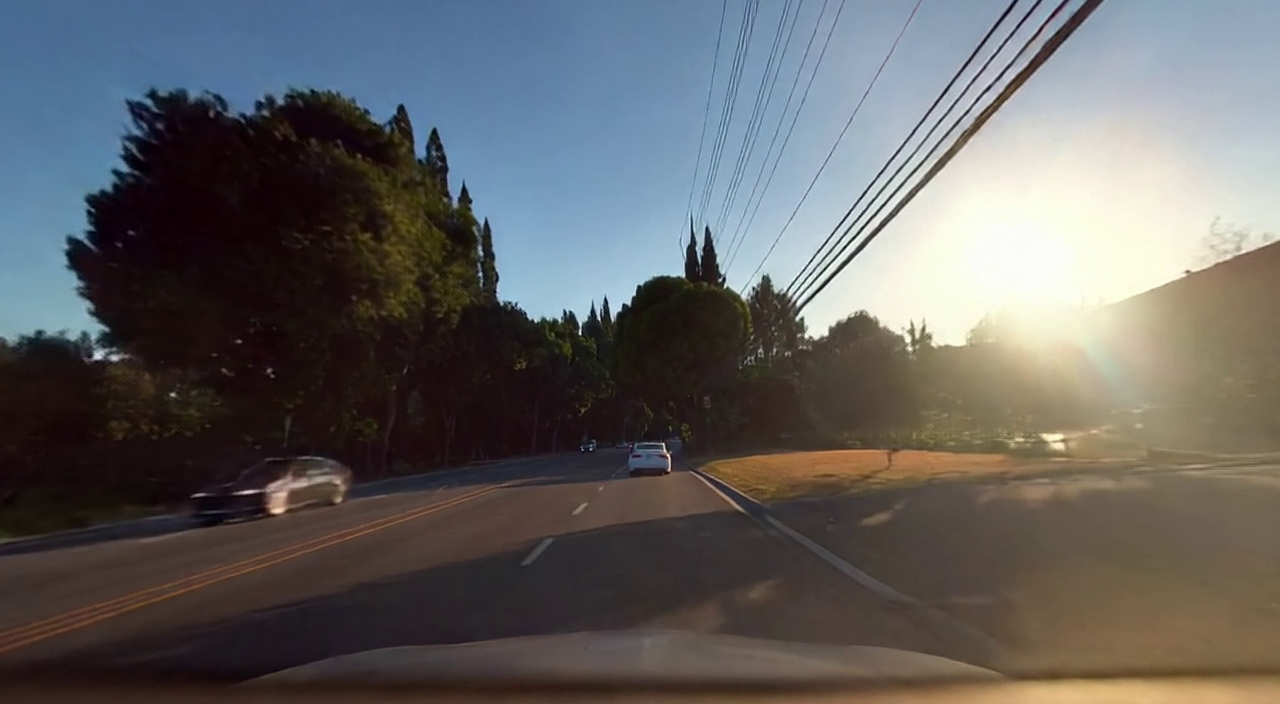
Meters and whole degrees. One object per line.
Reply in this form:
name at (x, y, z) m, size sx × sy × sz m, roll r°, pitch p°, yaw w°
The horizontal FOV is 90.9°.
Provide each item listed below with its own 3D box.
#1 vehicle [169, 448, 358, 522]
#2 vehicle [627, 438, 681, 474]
vehicle at (-9.023, 3.175, 15.624) m, size 2.061 × 1.516 × 4.121 m, roll 0°, pitch -8°, yaw 1°
vehicle at (0.608, 4.539, 27.709) m, size 2.153 × 1.461 × 4.374 m, roll 0°, pitch -8°, yaw 1°
